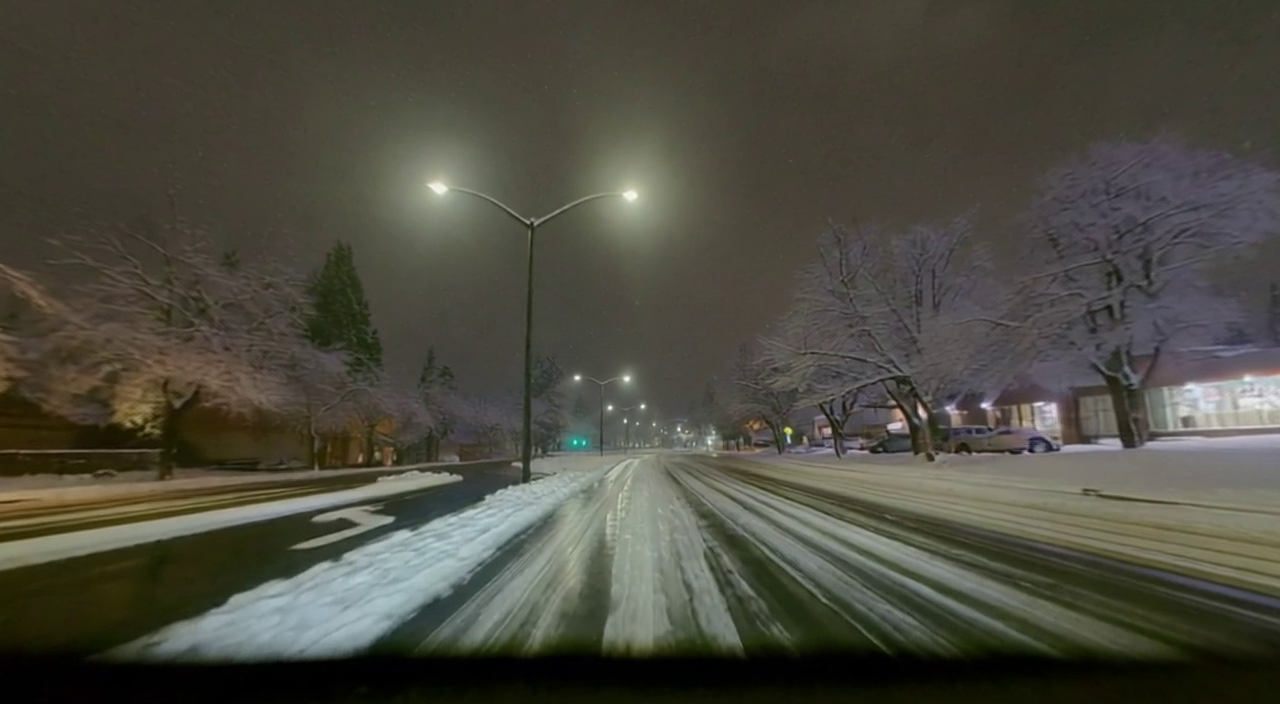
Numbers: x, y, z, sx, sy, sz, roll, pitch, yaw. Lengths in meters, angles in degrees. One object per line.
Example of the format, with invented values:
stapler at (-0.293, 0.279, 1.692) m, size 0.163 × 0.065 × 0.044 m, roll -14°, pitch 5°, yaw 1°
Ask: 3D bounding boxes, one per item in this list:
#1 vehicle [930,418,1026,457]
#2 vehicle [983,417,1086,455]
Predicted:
vehicle at (18.790, 4.828, 35.509) m, size 2.228 × 1.991 × 5.447 m, roll 0°, pitch -9°, yaw -2°
vehicle at (22.262, 4.795, 35.976) m, size 2.269 × 1.949 × 5.193 m, roll -1°, pitch -8°, yaw -2°
